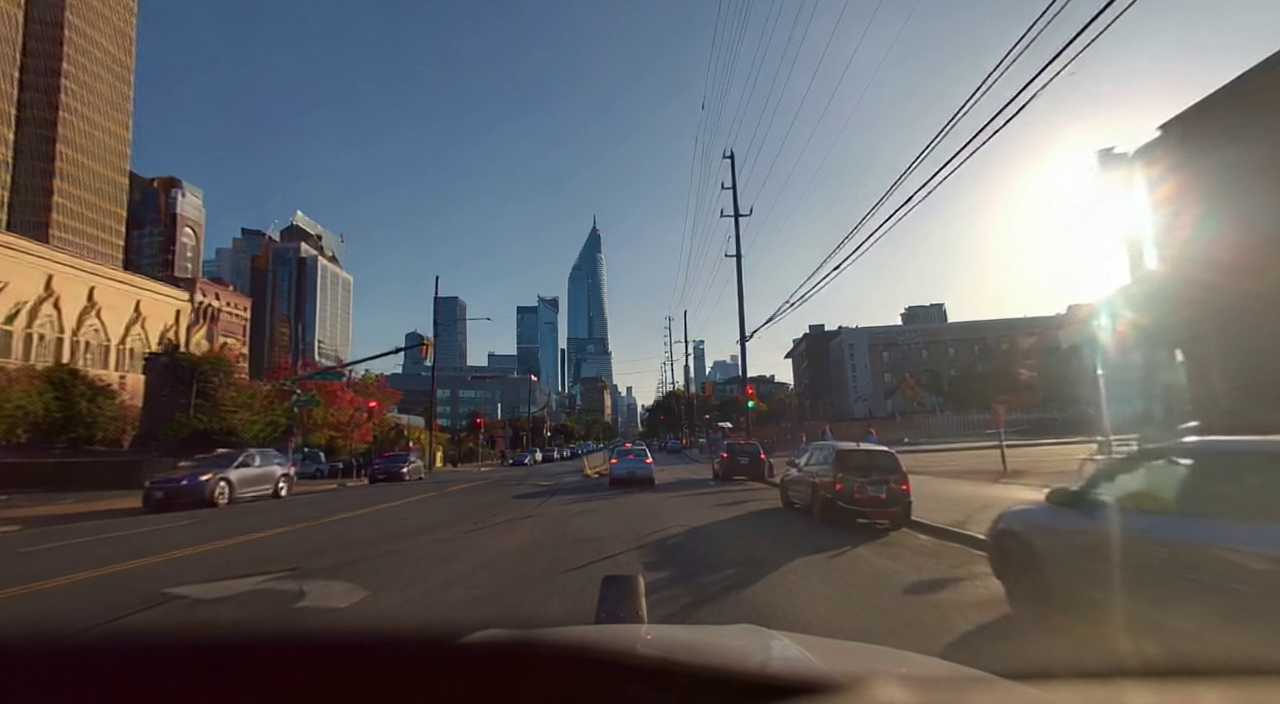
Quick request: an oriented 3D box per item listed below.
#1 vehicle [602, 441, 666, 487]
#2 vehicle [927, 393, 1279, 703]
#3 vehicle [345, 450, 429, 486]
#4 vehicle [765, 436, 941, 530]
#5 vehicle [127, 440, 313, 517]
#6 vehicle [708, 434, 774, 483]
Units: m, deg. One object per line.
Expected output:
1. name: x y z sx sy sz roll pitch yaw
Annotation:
1. vehicle: -0.240 3.940 22.600 2.049 1.453 4.299 0 -9 -1
2. vehicle: 3.771 1.124 3.664 1.944 1.530 4.539 3 -9 -2
3. vehicle: -11.955 5.484 30.208 1.980 1.502 4.655 0 -9 1
4. vehicle: 3.910 2.453 12.410 2.003 1.524 3.868 0 -8 -1
5. vehicle: -12.153 3.653 18.887 2.071 1.814 5.185 -4 -9 0
6. vehicle: 3.931 4.253 25.403 2.015 1.780 4.261 0 -9 1
